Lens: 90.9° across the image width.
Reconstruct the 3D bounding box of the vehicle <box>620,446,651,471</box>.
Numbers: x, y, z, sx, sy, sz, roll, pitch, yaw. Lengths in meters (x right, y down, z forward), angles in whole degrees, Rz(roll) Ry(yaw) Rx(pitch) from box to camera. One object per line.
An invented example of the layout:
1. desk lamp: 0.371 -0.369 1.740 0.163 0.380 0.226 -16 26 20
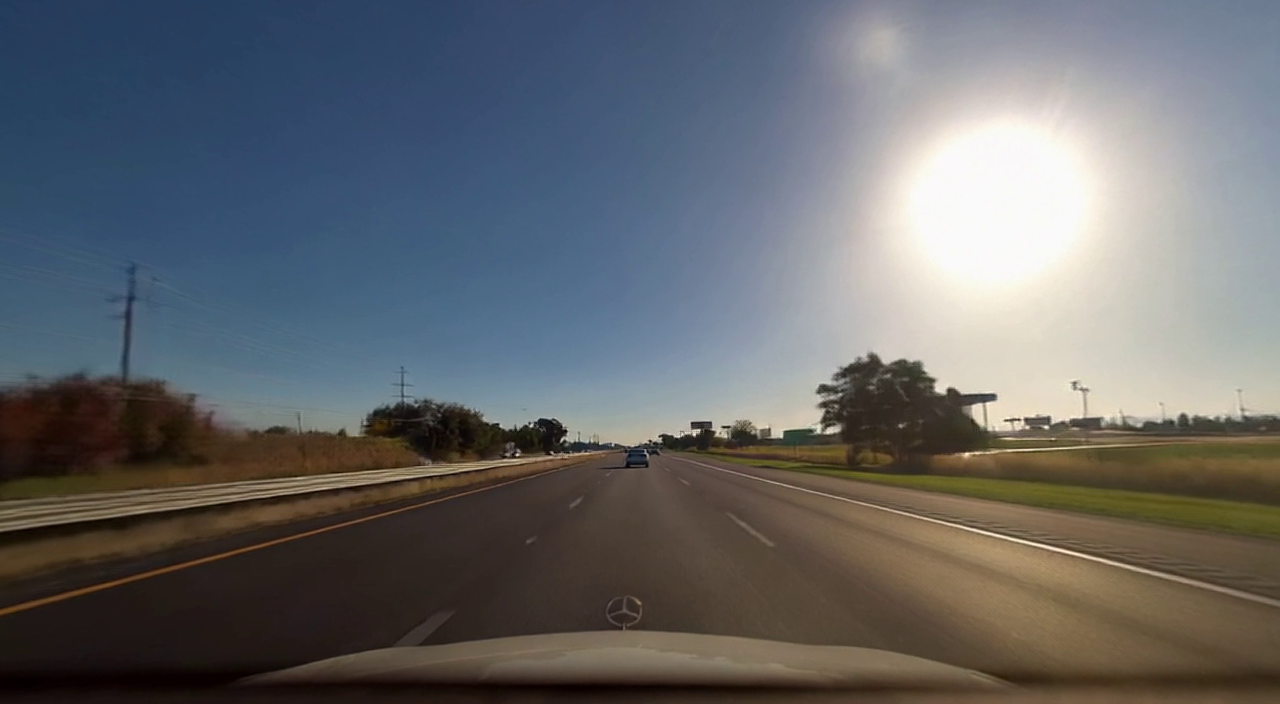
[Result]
1. vehicle: -0.285 7.039 41.773 1.916 1.494 4.335 0 -9 0
